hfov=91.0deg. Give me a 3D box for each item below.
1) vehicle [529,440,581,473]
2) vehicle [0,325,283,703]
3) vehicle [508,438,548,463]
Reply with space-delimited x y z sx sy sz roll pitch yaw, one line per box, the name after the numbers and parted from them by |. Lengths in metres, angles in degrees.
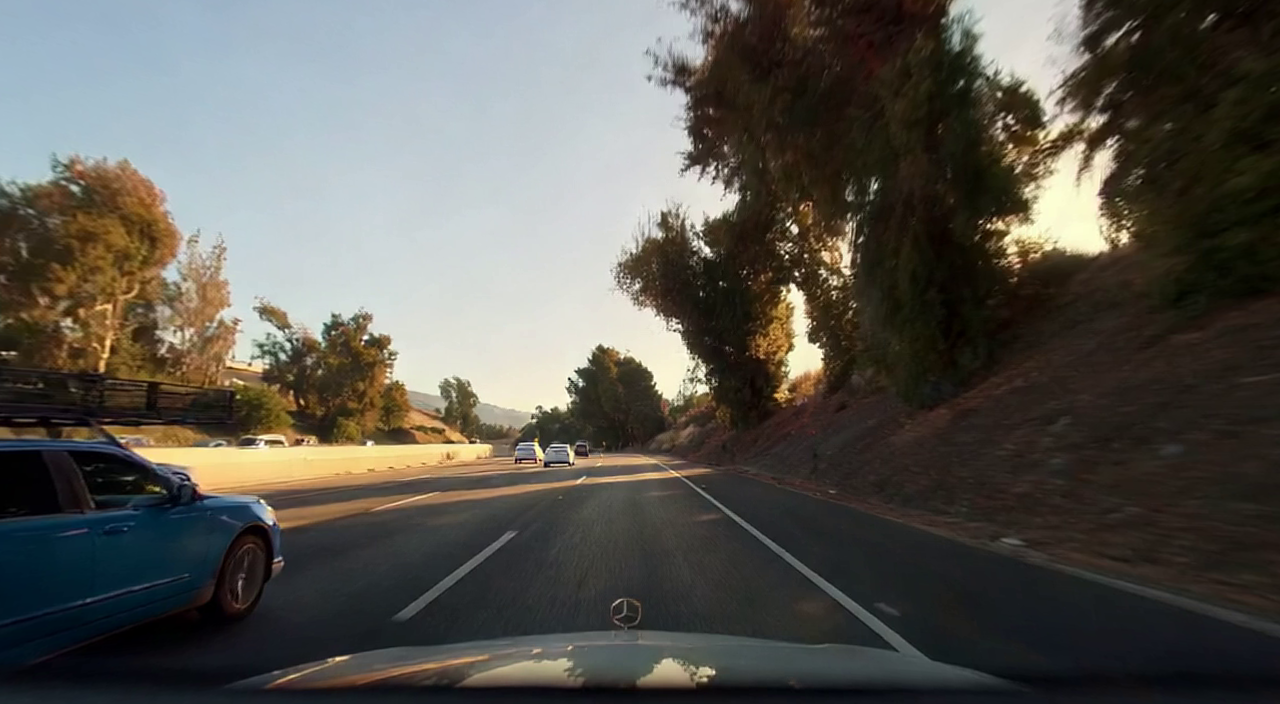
-4.197 5.251 31.842 2.012 1.509 4.359 0 -9 0 | vehicle
-3.822 0.717 2.143 2.200 1.807 5.041 0 -9 1 | vehicle
-8.342 7.396 47.294 2.186 1.800 4.760 0 -9 0 | vehicle
